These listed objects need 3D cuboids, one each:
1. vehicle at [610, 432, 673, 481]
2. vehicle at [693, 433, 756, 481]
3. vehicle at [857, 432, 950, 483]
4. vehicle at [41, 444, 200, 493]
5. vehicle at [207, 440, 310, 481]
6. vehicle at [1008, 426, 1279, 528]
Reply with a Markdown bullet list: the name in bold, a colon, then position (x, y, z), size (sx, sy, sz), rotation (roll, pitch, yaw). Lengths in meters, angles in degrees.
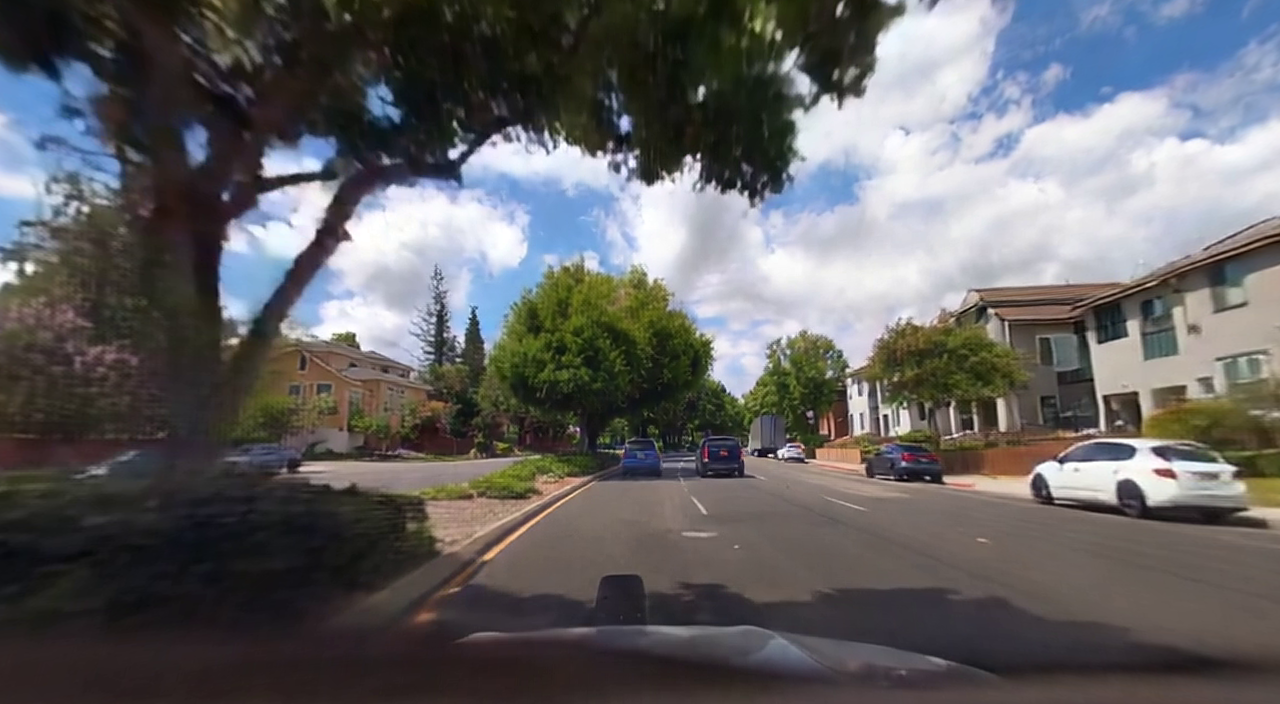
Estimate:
- **vehicle**: position (0.136, 4.330, 26.368), size (2.345, 1.841, 5.032), rotation (0, -9, 2)
- **vehicle**: position (3.429, 4.354, 26.468), size (2.033, 1.823, 4.409), rotation (0, -9, 0)
- **vehicle**: position (10.575, 4.273, 25.777), size (1.938, 1.860, 4.690), rotation (0, -9, 3)
- **vehicle**: position (-18.975, 4.302, 23.436), size (2.023, 1.561, 4.497), rotation (-2, -10, 1)
- **vehicle**: position (-18.450, 5.229, 30.887), size (2.175, 1.819, 4.703), rotation (0, -8, -2)
- **vehicle**: position (10.306, 2.510, 13.419), size (2.080, 1.744, 4.889), rotation (0, -8, 1)
